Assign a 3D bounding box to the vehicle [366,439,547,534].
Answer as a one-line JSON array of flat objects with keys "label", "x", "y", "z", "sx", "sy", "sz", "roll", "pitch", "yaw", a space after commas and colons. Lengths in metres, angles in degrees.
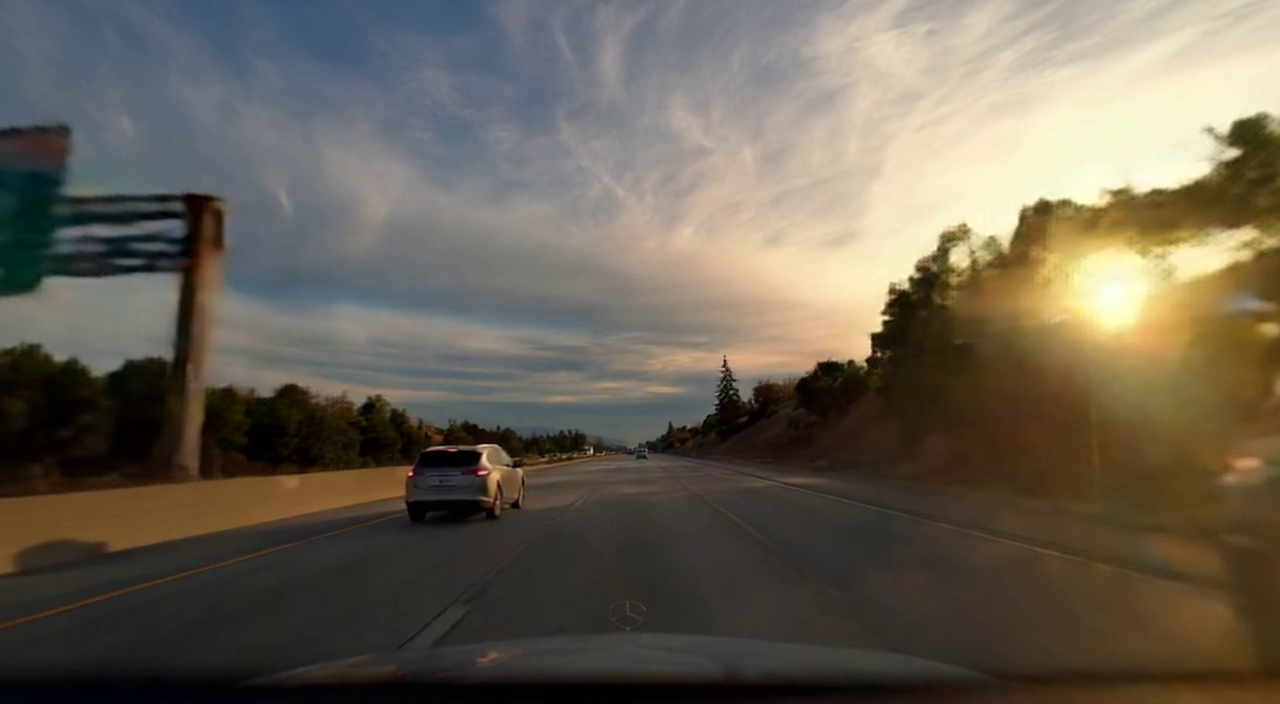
[{"label": "vehicle", "x": -3.229, "y": 2.489, "z": 12.280, "sx": 2.054, "sy": 1.475, "sz": 4.708, "roll": 0, "pitch": -9, "yaw": 1}]
